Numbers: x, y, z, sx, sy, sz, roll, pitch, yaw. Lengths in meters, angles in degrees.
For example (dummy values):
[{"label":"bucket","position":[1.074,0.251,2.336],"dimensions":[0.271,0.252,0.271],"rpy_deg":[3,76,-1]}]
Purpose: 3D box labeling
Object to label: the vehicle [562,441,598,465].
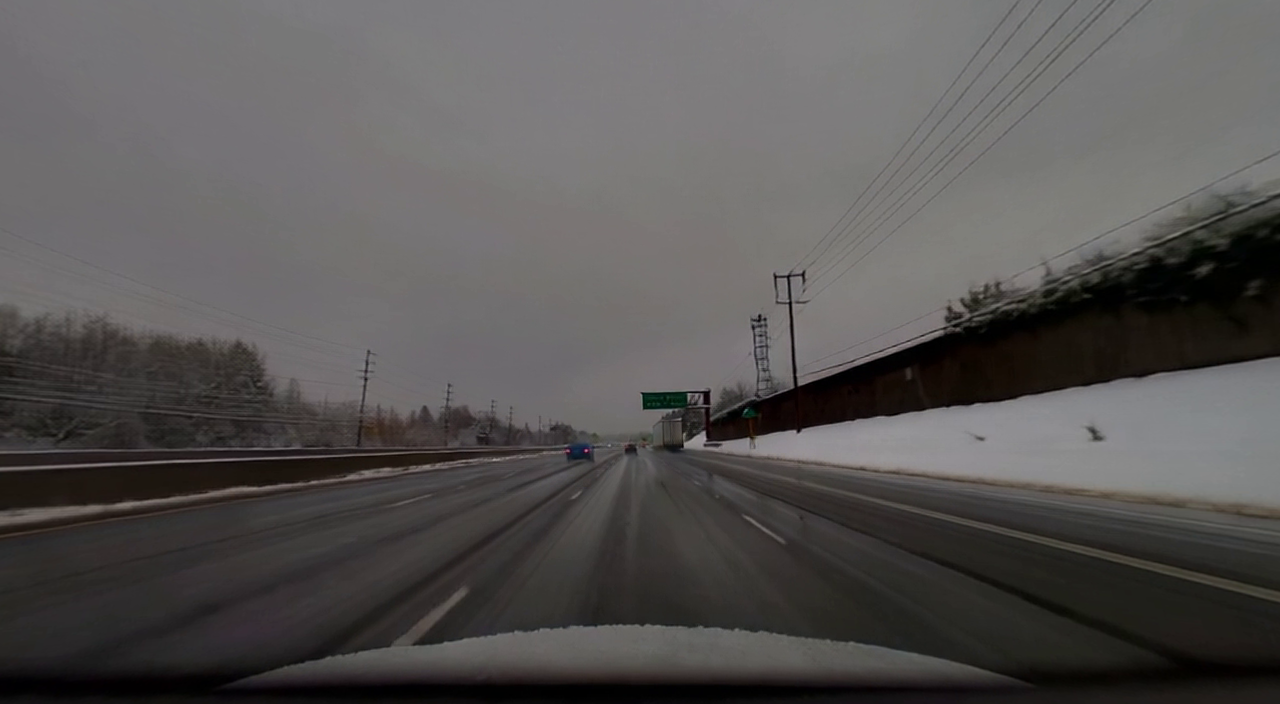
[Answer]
[{"label":"vehicle","position":[-3.970,6.770,42.396],"dimensions":[2.009,1.533,4.175],"rpy_deg":[0,-9,0]}]
